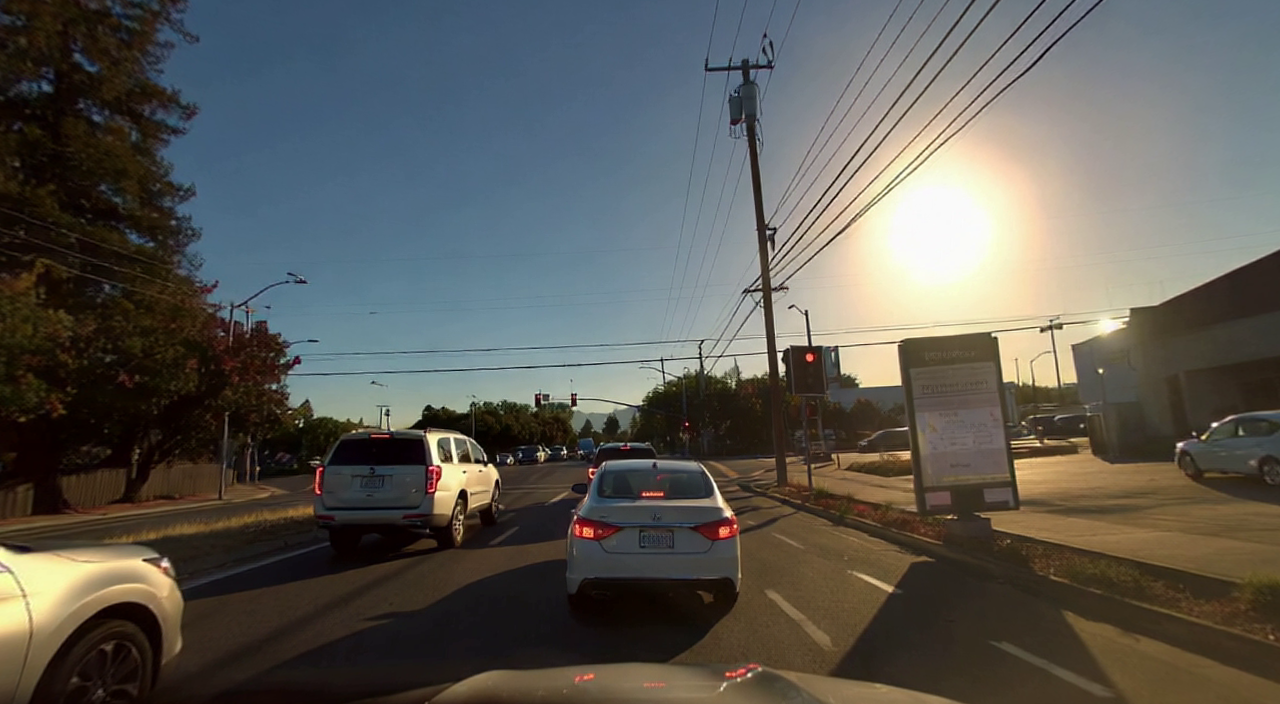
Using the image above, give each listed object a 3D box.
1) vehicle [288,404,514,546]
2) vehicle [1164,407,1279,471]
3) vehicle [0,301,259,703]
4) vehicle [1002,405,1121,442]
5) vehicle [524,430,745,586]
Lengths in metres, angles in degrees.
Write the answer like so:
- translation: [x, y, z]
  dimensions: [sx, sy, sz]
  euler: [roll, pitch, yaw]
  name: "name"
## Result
- translation: [-3.846, 2.088, 11.370]
  dimensions: [2.147, 1.963, 4.927]
  euler: [0, -8, 0]
  name: "vehicle"
- translation: [17.018, 2.540, 18.260]
  dimensions: [1.858, 1.622, 4.491]
  euler: [-5, -10, 28]
  name: "vehicle"
- translation: [-3.593, 0.635, 1.525]
  dimensions: [2.085, 1.943, 5.053]
  euler: [0, -8, 1]
  name: "vehicle"
- translation: [26.892, 4.627, 40.496]
  dimensions: [5.782, 2.286, 2.223]
  euler: [-1, -9, 5]
  name: "vehicle"
- translation: [-0.103, 1.802, 8.142]
  dimensions: [2.121, 1.474, 3.968]
  euler: [0, -8, -2]
  name: "vehicle"
